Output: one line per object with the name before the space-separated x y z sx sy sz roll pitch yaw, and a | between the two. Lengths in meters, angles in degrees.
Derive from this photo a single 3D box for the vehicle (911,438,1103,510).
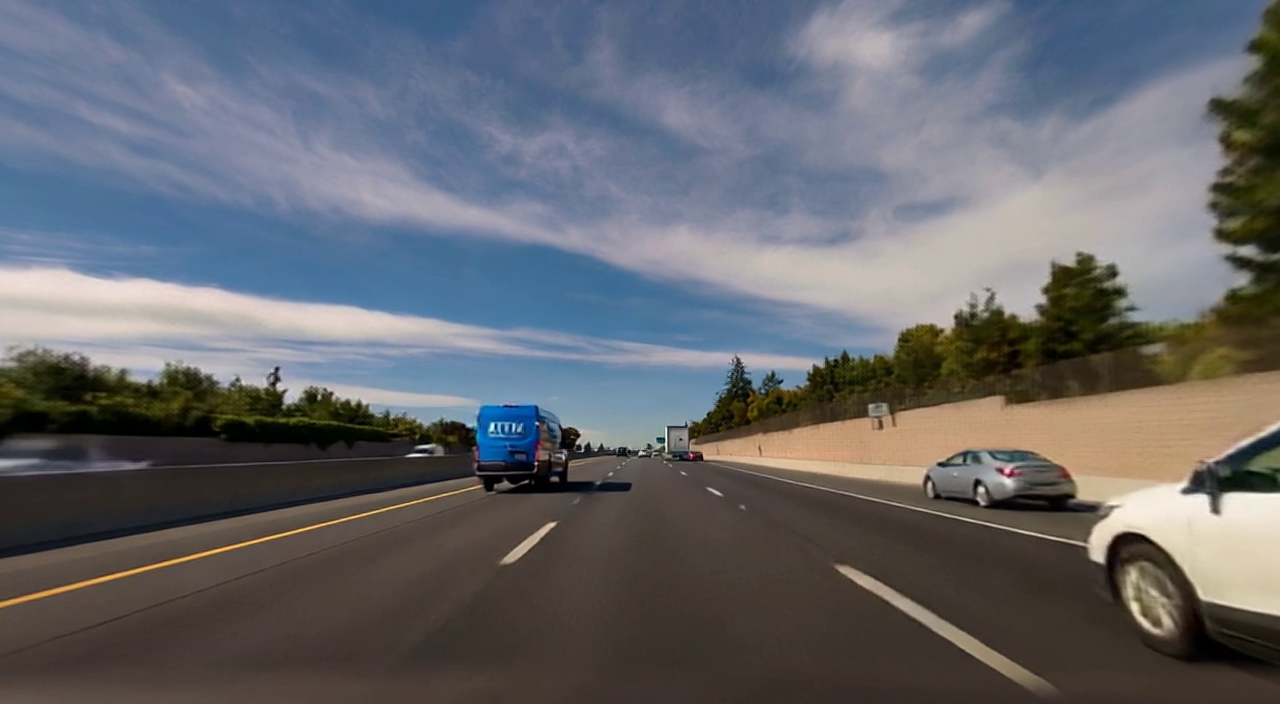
vehicle | 8.721 2.918 15.558 1.838 1.490 4.460 0 -9 -3

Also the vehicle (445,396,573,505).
vehicle | -3.577 2.937 19.007 2.380 2.648 6.879 0 -9 0

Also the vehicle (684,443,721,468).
vehicle | 4.273 7.182 43.838 2.066 1.638 4.158 0 -9 -1

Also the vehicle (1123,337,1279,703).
vehicle | 3.714 0.540 0.987 2.025 1.706 4.797 0 -9 -1
